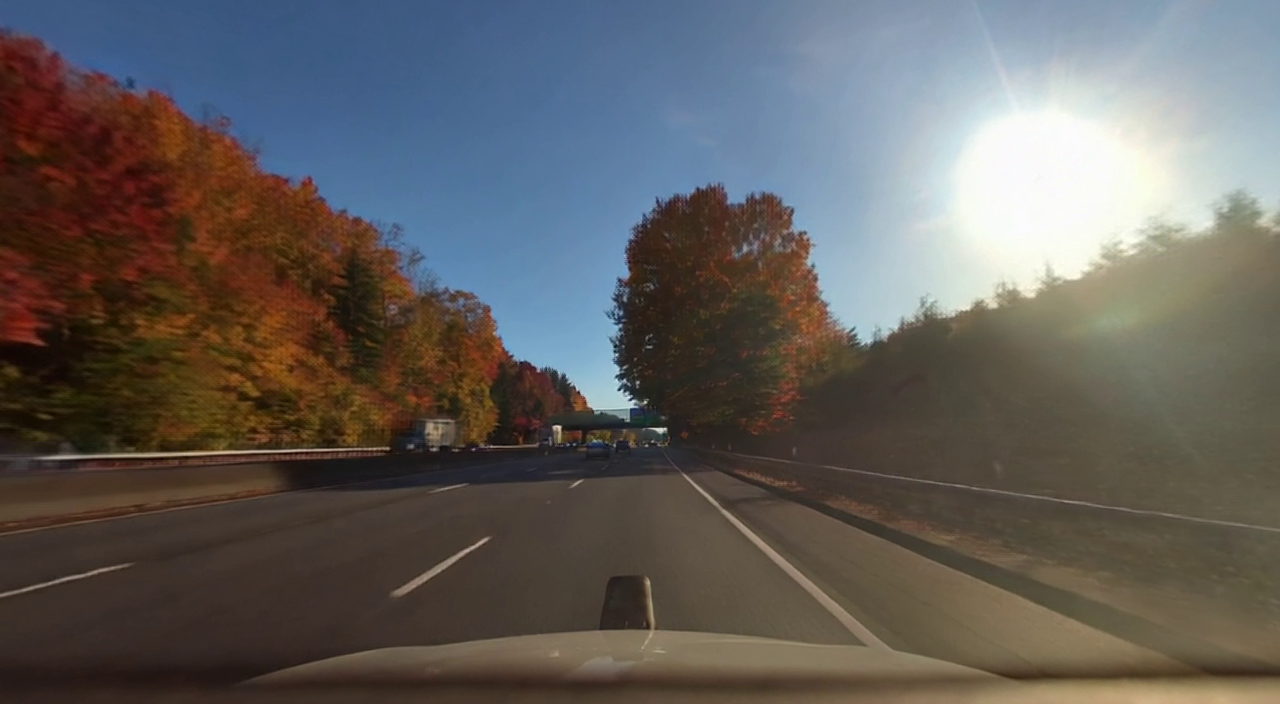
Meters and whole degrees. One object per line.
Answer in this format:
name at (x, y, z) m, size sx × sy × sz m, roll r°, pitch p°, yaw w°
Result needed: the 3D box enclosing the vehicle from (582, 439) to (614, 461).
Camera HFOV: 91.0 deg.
vehicle at (-3.275, 7.701, 49.626) m, size 2.123 × 1.643 × 4.479 m, roll 0°, pitch -8°, yaw 1°
